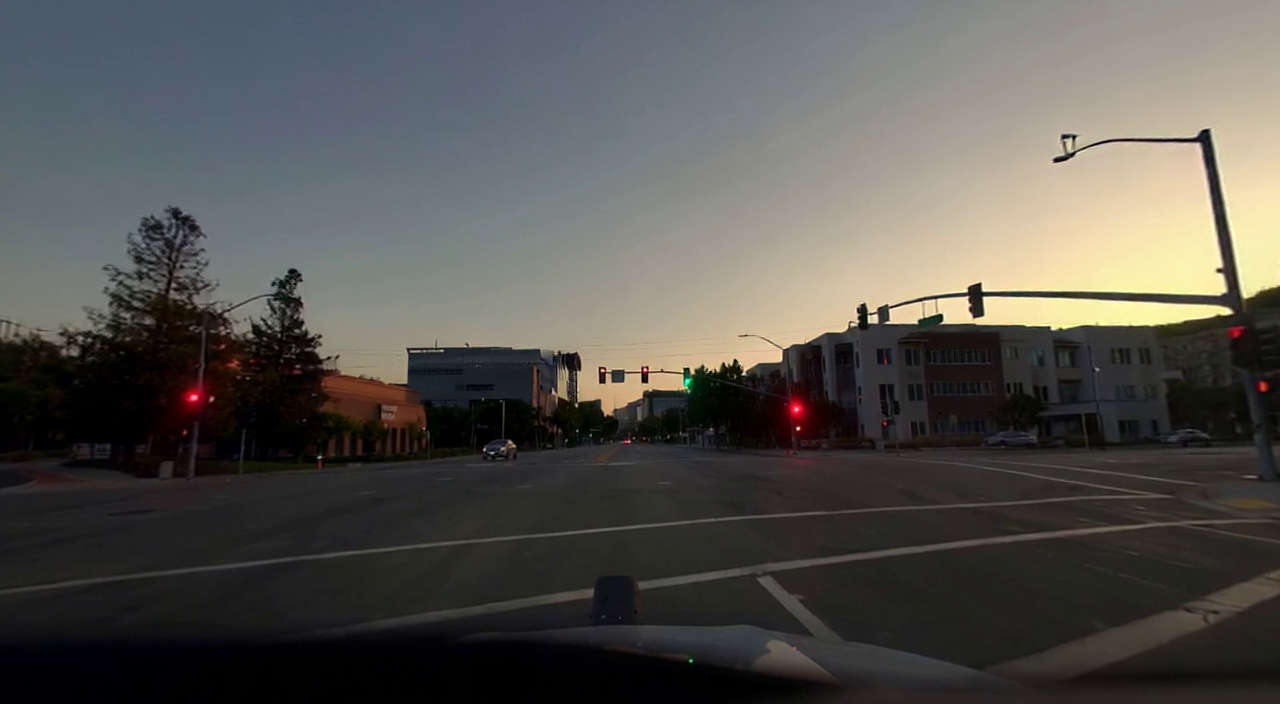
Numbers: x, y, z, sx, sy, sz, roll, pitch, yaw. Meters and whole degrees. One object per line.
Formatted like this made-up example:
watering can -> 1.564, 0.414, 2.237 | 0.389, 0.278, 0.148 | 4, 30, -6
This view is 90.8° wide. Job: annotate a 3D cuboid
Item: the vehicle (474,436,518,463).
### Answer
vehicle -> -9.737, 6.624, 43.019 | 1.988, 1.692, 4.412 | 0, -8, 0
